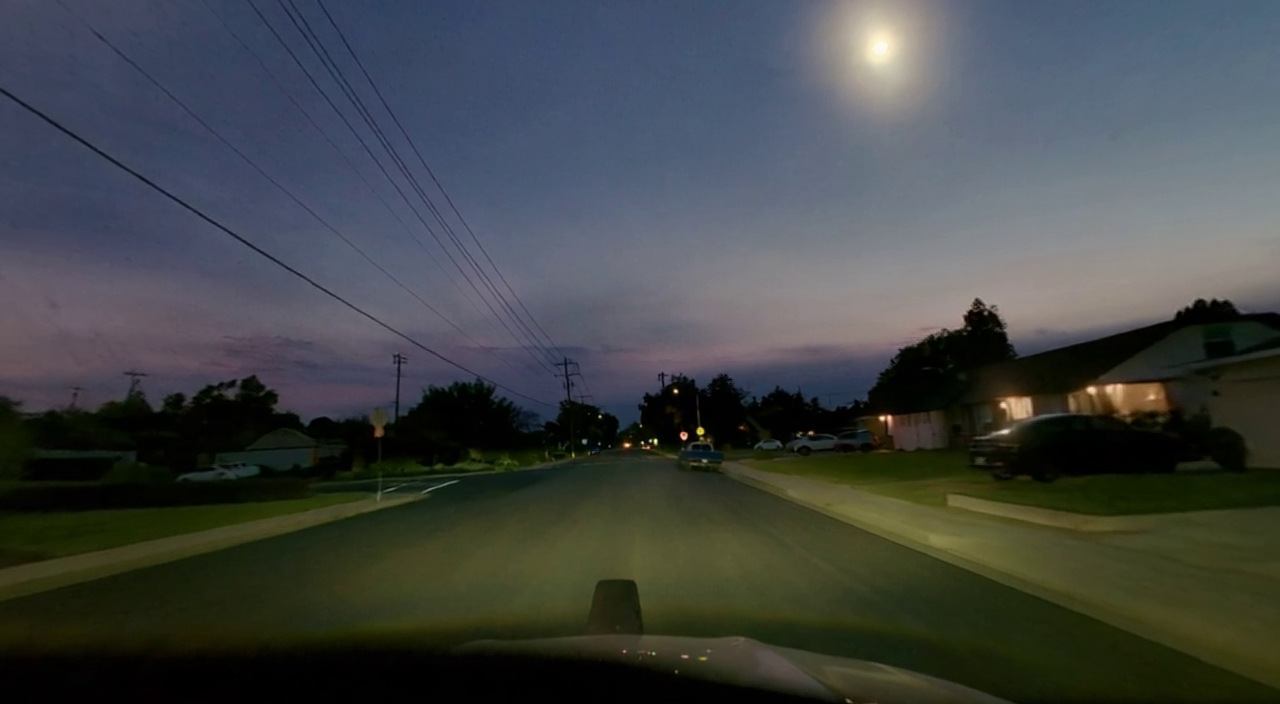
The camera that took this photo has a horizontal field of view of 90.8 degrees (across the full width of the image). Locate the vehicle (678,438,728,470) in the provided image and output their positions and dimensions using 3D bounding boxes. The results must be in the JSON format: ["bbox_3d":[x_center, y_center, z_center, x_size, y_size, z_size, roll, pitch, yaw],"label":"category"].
[{"bbox_3d":[3.526,5.804,36.202,2.134,1.720,4.515,0,-8,-3],"label":"vehicle"}]

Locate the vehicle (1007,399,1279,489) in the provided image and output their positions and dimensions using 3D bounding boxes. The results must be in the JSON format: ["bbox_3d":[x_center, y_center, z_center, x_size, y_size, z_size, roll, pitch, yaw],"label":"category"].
[{"bbox_3d":[10.991,2.036,13.967,4.382,1.794,2.100,-1,-8,3],"label":"vehicle"}]

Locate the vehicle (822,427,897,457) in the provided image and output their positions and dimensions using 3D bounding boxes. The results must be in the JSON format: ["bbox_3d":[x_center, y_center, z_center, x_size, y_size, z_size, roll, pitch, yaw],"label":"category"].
[{"bbox_3d":[15.044,6.162,43.421,4.283,1.660,2.035,-4,-6,-1],"label":"vehicle"}]

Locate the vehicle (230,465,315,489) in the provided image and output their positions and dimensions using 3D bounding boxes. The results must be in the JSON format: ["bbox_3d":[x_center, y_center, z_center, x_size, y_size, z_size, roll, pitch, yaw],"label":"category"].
[{"bbox_3d":[-24.133,8.220,41.552,4.479,1.475,1.842,-1,-8,2],"label":"vehicle"}]
